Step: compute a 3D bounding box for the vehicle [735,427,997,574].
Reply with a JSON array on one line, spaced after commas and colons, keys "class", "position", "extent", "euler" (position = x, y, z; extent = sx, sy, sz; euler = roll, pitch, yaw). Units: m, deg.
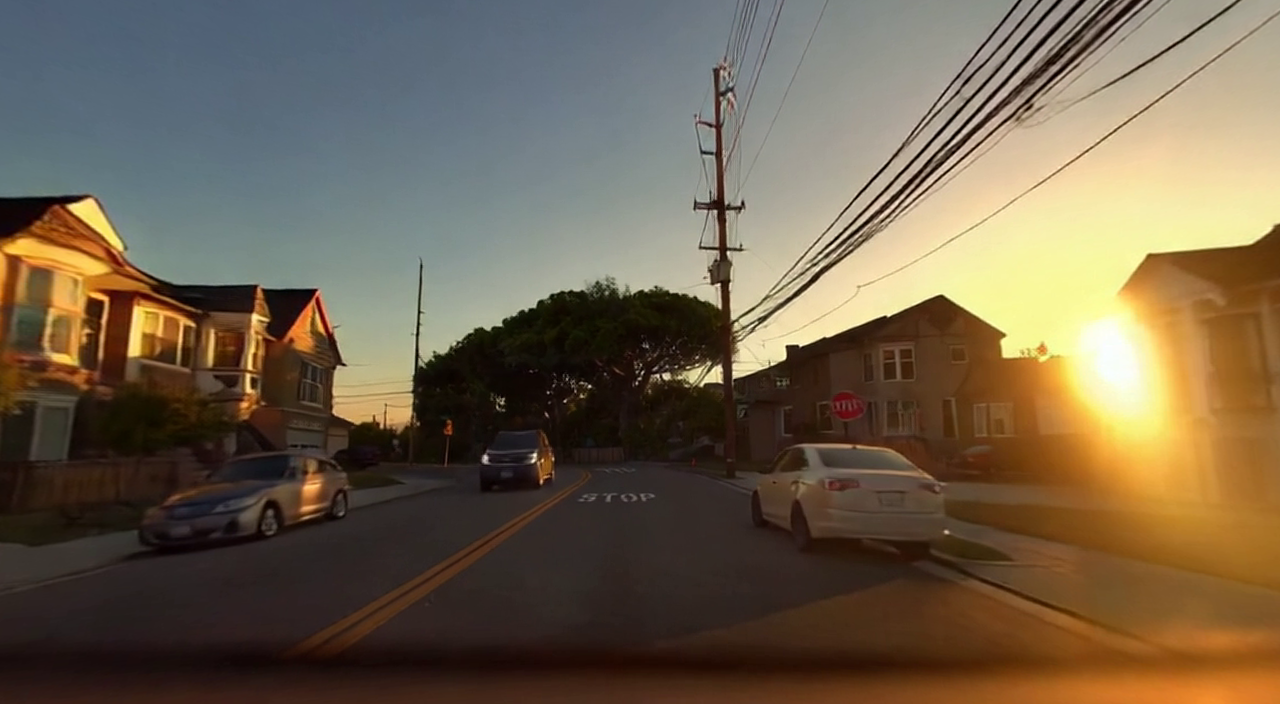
[{"class": "vehicle", "position": [2.728, 1.911, 8.963], "extent": [2.080, 1.531, 4.415], "euler": [0, -9, 0]}]

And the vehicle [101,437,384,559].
[{"class": "vehicle", "position": [-6.851, 2.489, 11.724], "extent": [2.156, 1.728, 4.619], "euler": [-2, -8, 2]}]

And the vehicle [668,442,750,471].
[{"class": "vehicle", "position": [5.044, 7.663, 46.405], "extent": [5.578, 1.842, 2.300], "euler": [4, -10, -12]}]

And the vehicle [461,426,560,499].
[{"class": "vehicle", "position": [-3.818, 3.343, 19.512], "extent": [2.277, 1.970, 4.512], "euler": [0, -9, -3]}]
